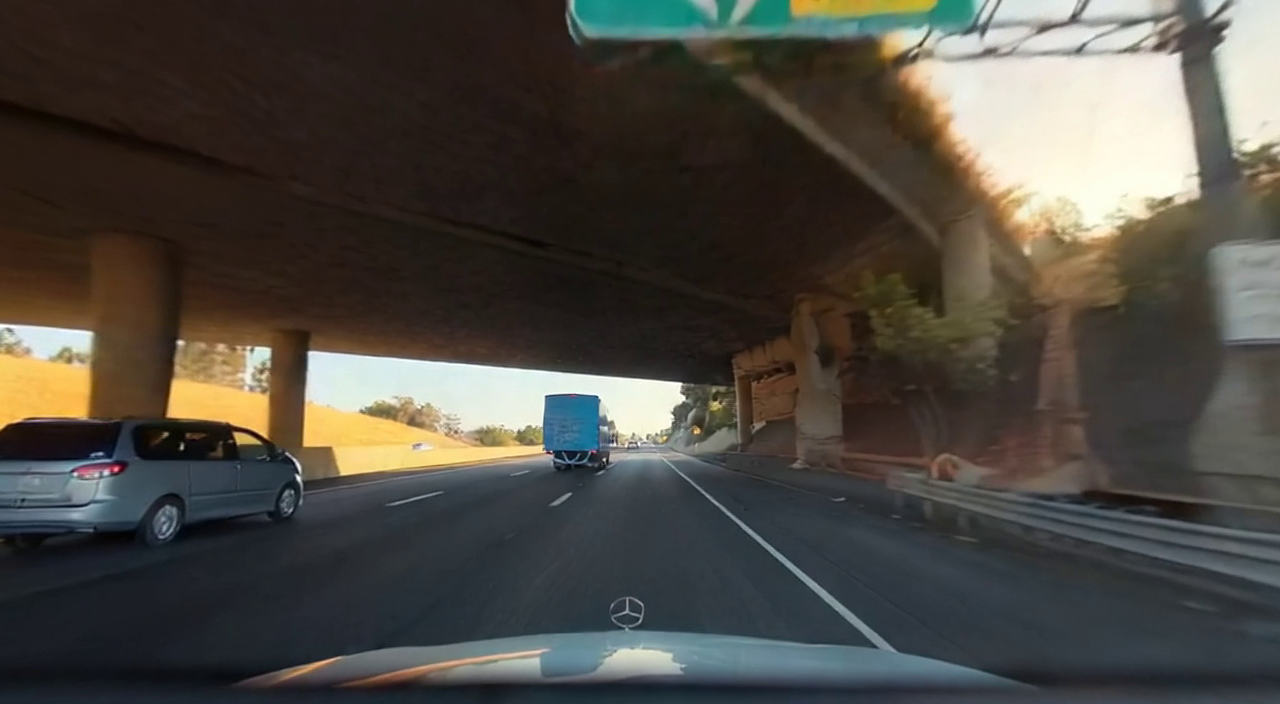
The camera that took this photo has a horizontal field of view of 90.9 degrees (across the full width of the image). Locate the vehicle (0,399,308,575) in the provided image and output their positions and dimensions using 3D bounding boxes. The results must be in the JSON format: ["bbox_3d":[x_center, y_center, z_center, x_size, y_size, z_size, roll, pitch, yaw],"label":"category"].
[{"bbox_3d":[-7.471,1.816,9.377,2.175,1.860,5.236,0,-8,0],"label":"vehicle"}]

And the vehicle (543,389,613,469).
[{"bbox_3d":[-3.458,5.027,39.740,2.893,4.073,15.281,0,-8,0],"label":"vehicle"}]
